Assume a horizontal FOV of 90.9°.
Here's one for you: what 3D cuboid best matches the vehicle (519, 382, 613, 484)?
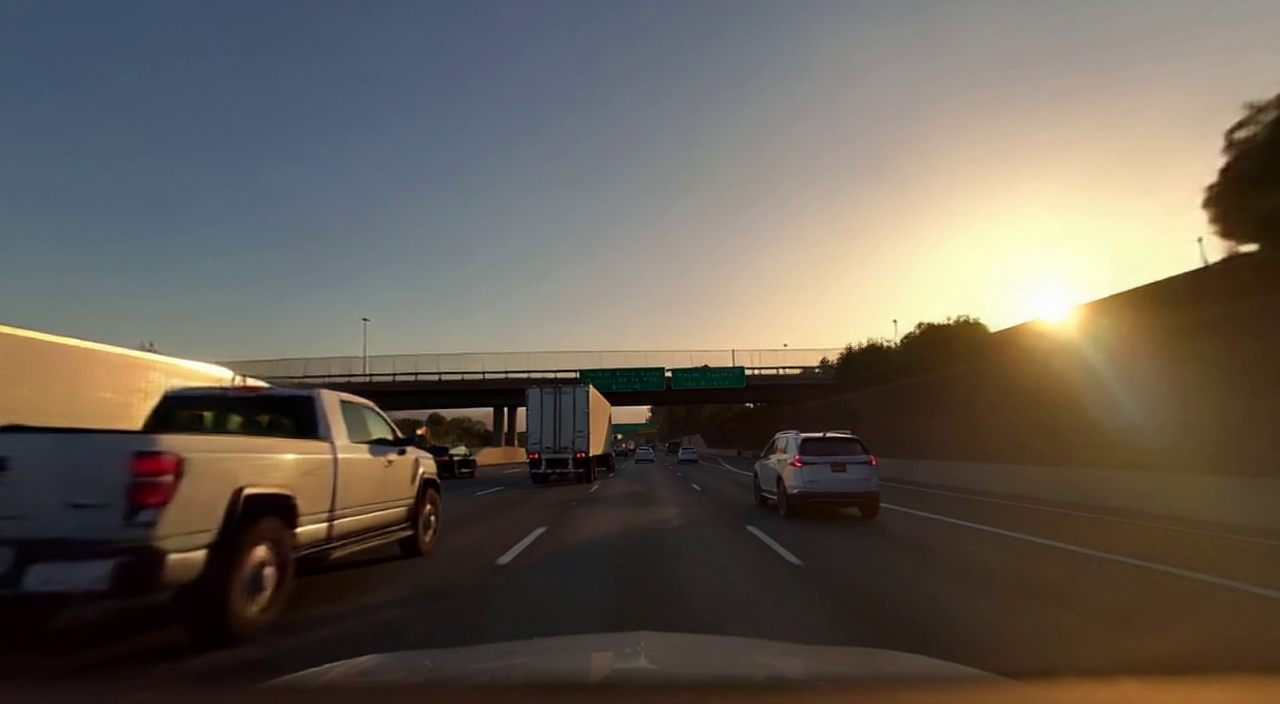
[{"bbox_3d":[-3.325,4.420,33.343,2.869,4.108,15.564,0,-9,1],"label":"vehicle"}]

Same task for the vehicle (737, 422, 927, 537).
[{"bbox_3d":[3.149,2.194,11.459,2.028,1.658,4.334,0,-9,-1],"label":"vehicle"}]

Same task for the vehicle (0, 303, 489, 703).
[{"bbox_3d":[-3.570,1.275,5.865,2.645,2.023,6.491,0,-9,1],"label":"vehicle"}]
